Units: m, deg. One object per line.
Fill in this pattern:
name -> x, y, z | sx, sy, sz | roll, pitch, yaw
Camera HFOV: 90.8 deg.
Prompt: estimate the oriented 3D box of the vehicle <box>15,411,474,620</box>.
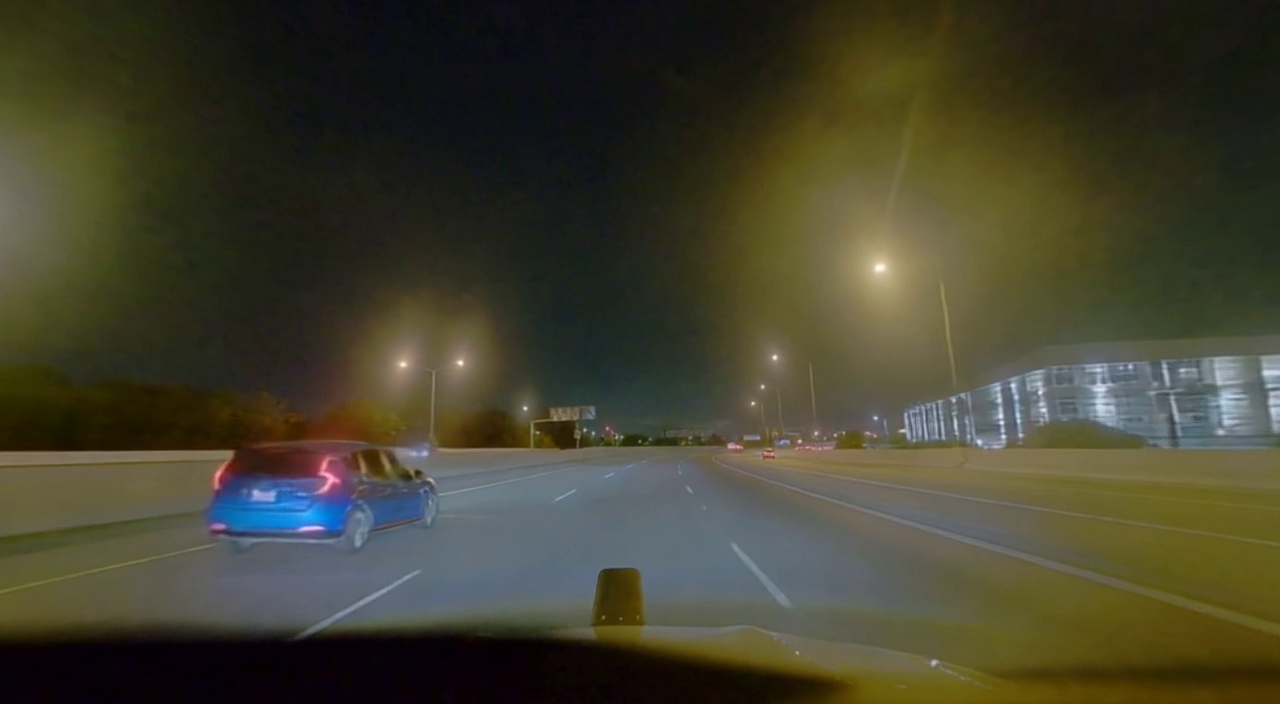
vehicle -> -3.640, 1.598, 7.227 | 2.087, 1.566, 4.756 | 0, -9, 1
